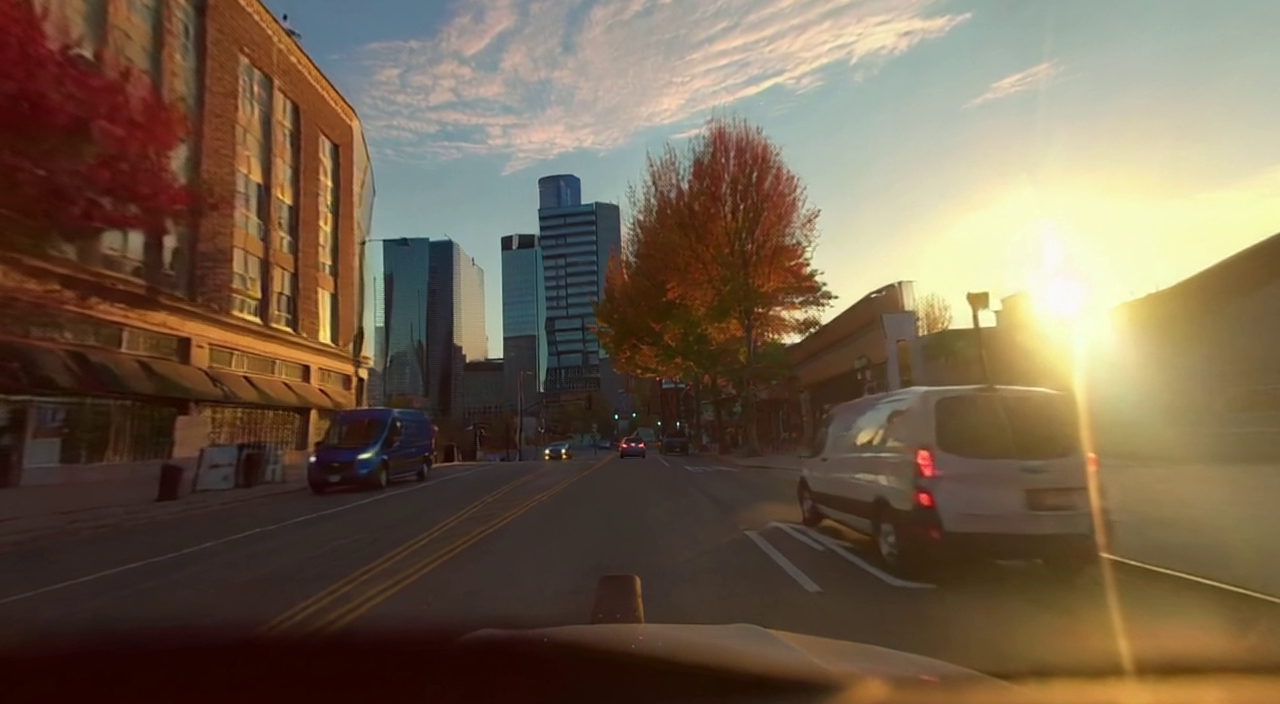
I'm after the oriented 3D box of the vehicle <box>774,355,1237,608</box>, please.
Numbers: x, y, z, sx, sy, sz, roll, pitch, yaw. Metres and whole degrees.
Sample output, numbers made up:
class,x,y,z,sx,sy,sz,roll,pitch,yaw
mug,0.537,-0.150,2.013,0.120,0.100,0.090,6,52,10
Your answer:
class,x,y,z,sx,sy,sz,roll,pitch,yaw
vehicle,3.453,1.368,7.603,2.357,1.986,5.136,0,-8,-2

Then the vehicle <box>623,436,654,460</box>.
class,x,y,z,sx,sy,sz,roll,pitch,yaw
vehicle,-0.102,7.388,48.660,2.274,1.736,4.083,0,-8,0

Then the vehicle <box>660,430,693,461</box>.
class,x,y,z,sx,sy,sz,roll,pitch,yaw
vehicle,2.582,6.434,43.504,2.147,1.968,4.478,-1,-8,5

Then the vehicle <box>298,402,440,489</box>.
class,x,y,z,sx,sy,sz,roll,pitch,yaw
vehicle,-9.053,3.204,21.803,2.348,2.588,5.860,0,-8,-1
